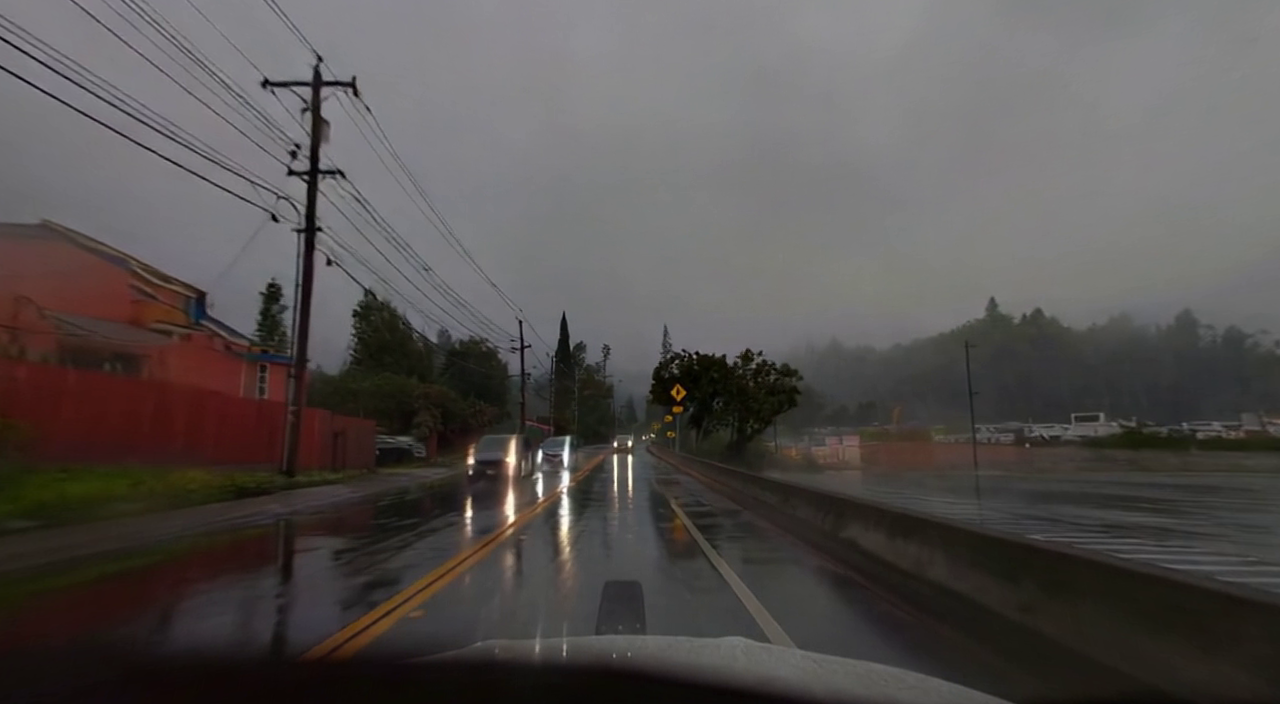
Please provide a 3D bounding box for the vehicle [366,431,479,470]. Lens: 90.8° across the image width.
[{"bbox_3d":[-10.096,4.609,29.557,4.500,1.674,1.915,8,-11,-42],"label":"vehicle"}]
